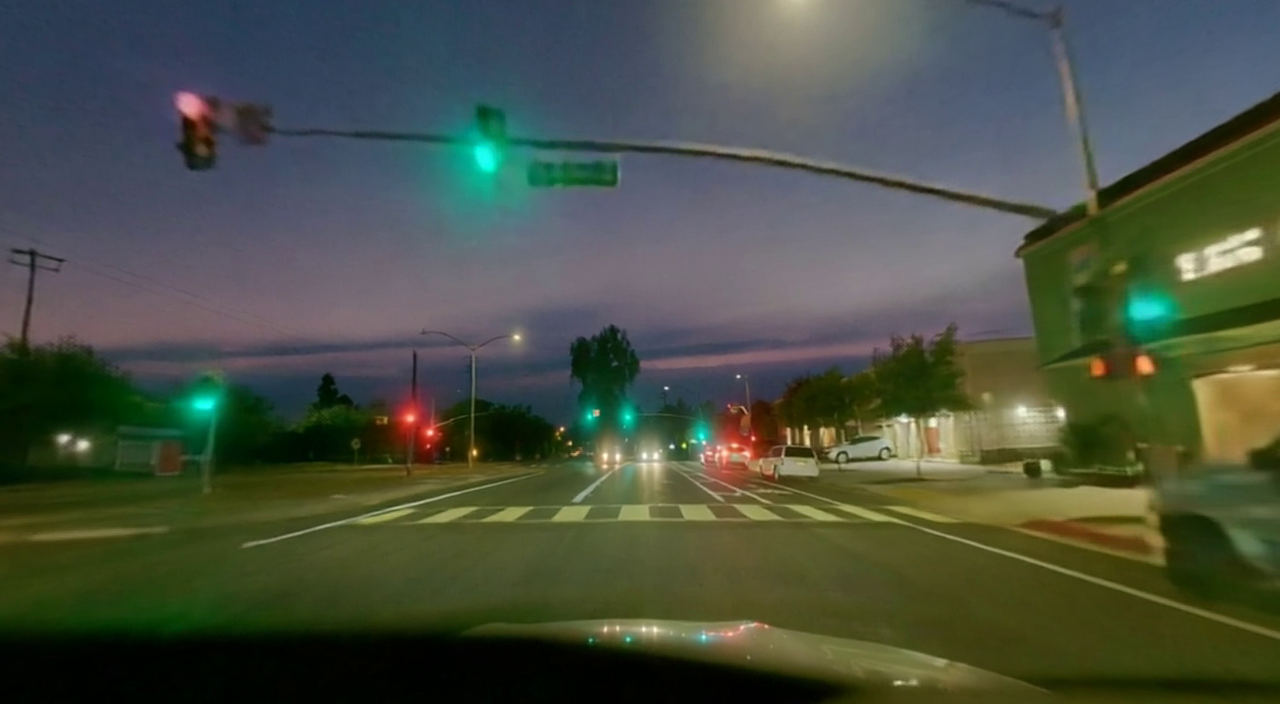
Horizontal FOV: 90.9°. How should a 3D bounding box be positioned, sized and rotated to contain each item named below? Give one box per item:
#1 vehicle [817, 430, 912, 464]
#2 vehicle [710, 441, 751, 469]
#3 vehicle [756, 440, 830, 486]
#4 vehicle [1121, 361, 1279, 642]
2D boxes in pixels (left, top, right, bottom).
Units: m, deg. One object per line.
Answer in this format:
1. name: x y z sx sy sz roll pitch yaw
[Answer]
1. vehicle: 12.747 5.446 36.063 4.571 1.827 2.260 1 -9 -1
2. vehicle: 6.052 6.938 42.701 2.069 1.776 4.797 0 -8 0
3. vehicle: 6.000 4.351 25.171 1.955 1.679 3.890 0 -8 0
4. vehicle: 5.774 0.918 3.347 2.182 2.019 5.247 0 -8 -1
